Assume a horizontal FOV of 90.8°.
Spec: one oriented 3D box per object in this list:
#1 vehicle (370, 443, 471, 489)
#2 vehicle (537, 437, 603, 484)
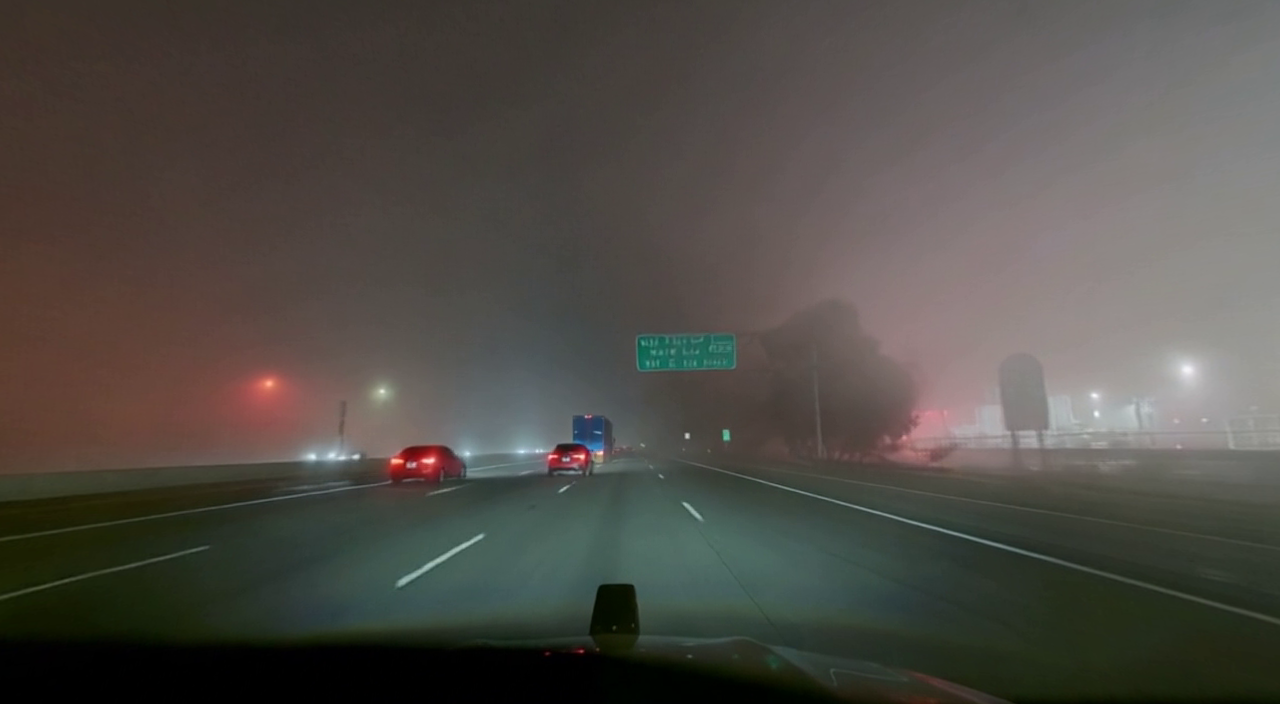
[{"bbox_3d":[-7.699,4.034,22.699,2.026,1.477,4.467,0,-9,0],"label":"vehicle"},{"bbox_3d":[-2.658,4.244,24.895,2.033,1.669,4.112,0,-9,1],"label":"vehicle"}]
